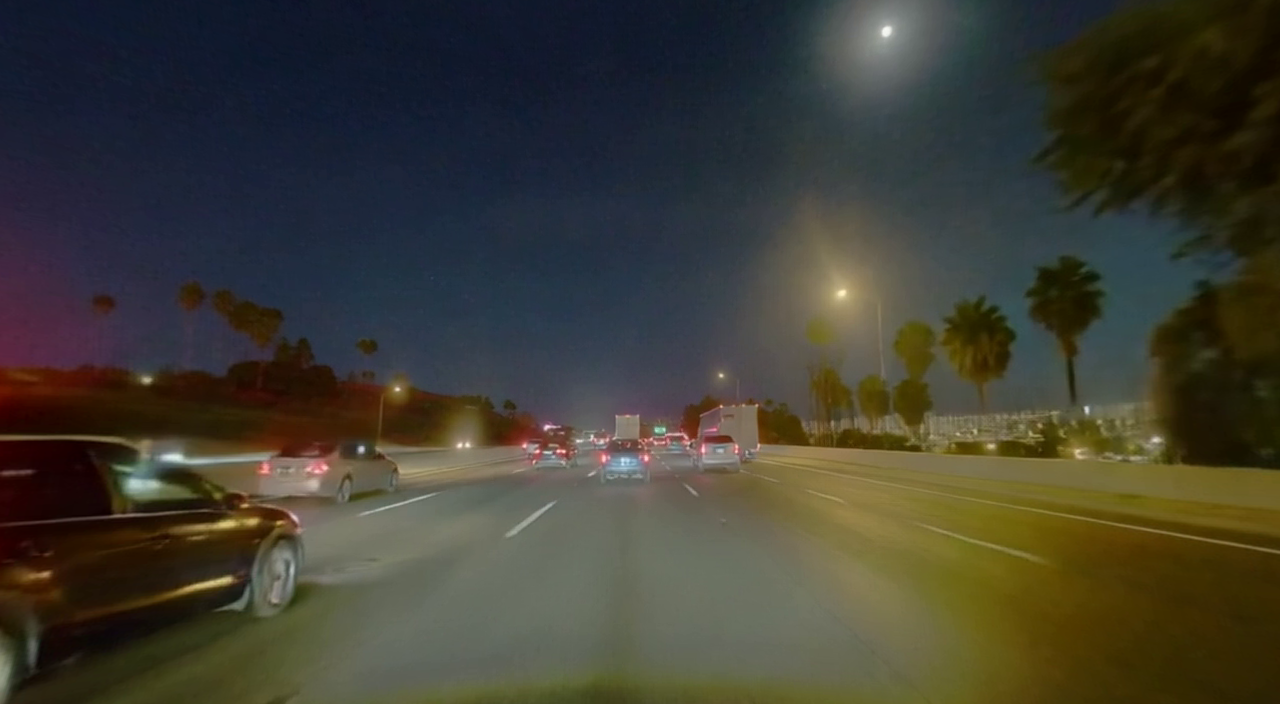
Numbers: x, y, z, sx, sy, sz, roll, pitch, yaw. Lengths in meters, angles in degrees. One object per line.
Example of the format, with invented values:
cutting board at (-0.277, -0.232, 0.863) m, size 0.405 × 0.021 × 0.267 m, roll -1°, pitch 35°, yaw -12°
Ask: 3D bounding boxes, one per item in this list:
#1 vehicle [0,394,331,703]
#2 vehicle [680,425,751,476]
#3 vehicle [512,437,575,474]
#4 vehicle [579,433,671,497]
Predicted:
vehicle at (-3.625, 0.981, 2.980) m, size 2.064 × 1.475 × 4.489 m, roll 0°, pitch -8°, yaw 0°
vehicle at (2.902, 3.945, 25.408) m, size 2.173 × 1.870 × 4.499 m, roll 0°, pitch -8°, yaw -2°
vehicle at (-4.004, 4.387, 26.860) m, size 1.998 × 1.423 × 4.436 m, roll 0°, pitch -8°, yaw 0°
vehicle at (-0.350, 2.915, 16.649) m, size 2.136 × 1.470 × 3.971 m, roll 0°, pitch -8°, yaw 0°
